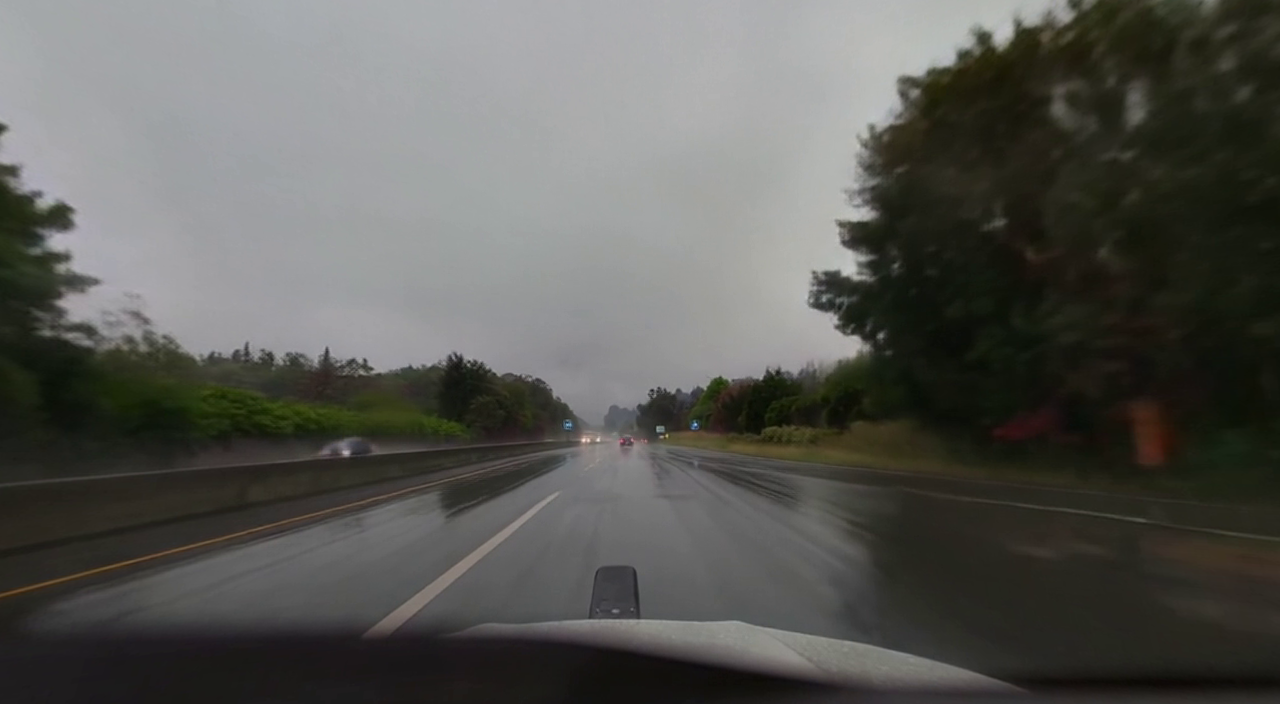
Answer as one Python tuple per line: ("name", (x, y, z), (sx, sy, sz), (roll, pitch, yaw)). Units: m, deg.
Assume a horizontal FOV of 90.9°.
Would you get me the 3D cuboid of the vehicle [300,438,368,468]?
("vehicle", (-17.138, 5.637, 35.491), (1.857, 1.583, 4.008), (0, -8, -1))
